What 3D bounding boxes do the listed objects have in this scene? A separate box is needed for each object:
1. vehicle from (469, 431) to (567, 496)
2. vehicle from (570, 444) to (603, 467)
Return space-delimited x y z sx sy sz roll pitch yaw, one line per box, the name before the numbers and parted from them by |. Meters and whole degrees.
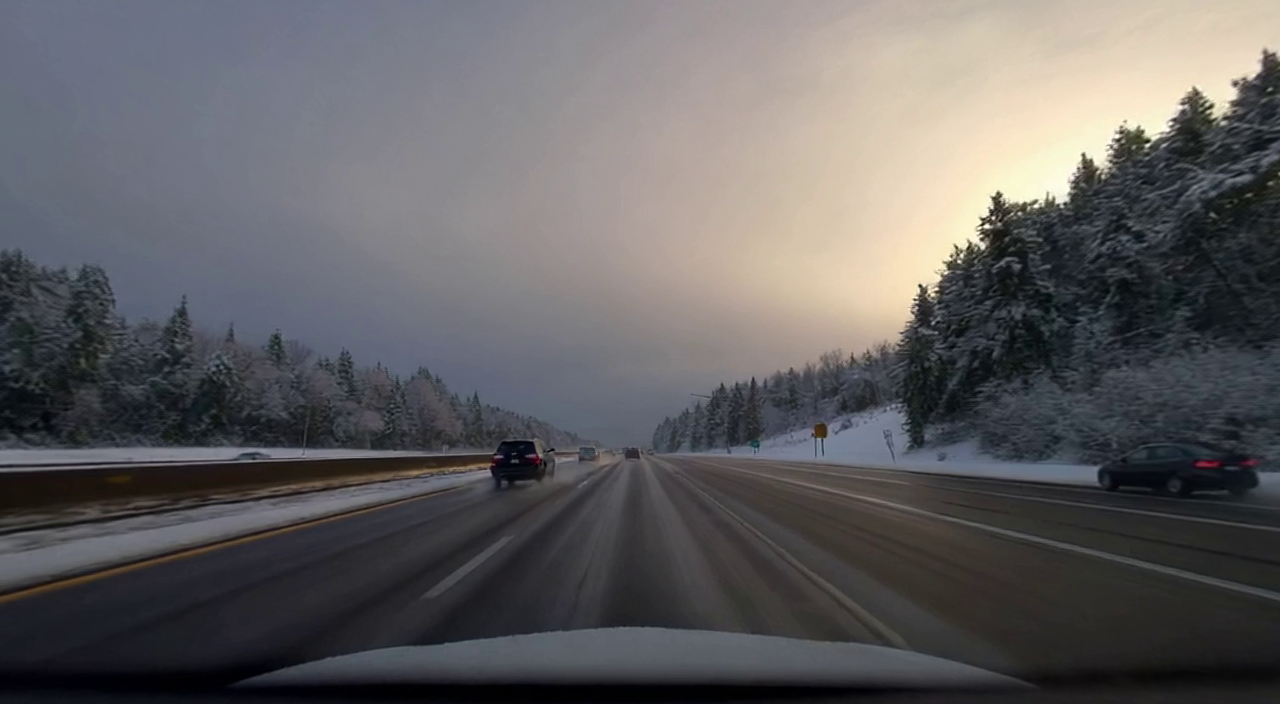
vehicle | -3.623 3.419 19.666 2.114 1.774 4.427 0 -9 1
vehicle | -4.113 8.003 48.973 2.121 1.657 4.448 0 -9 0
